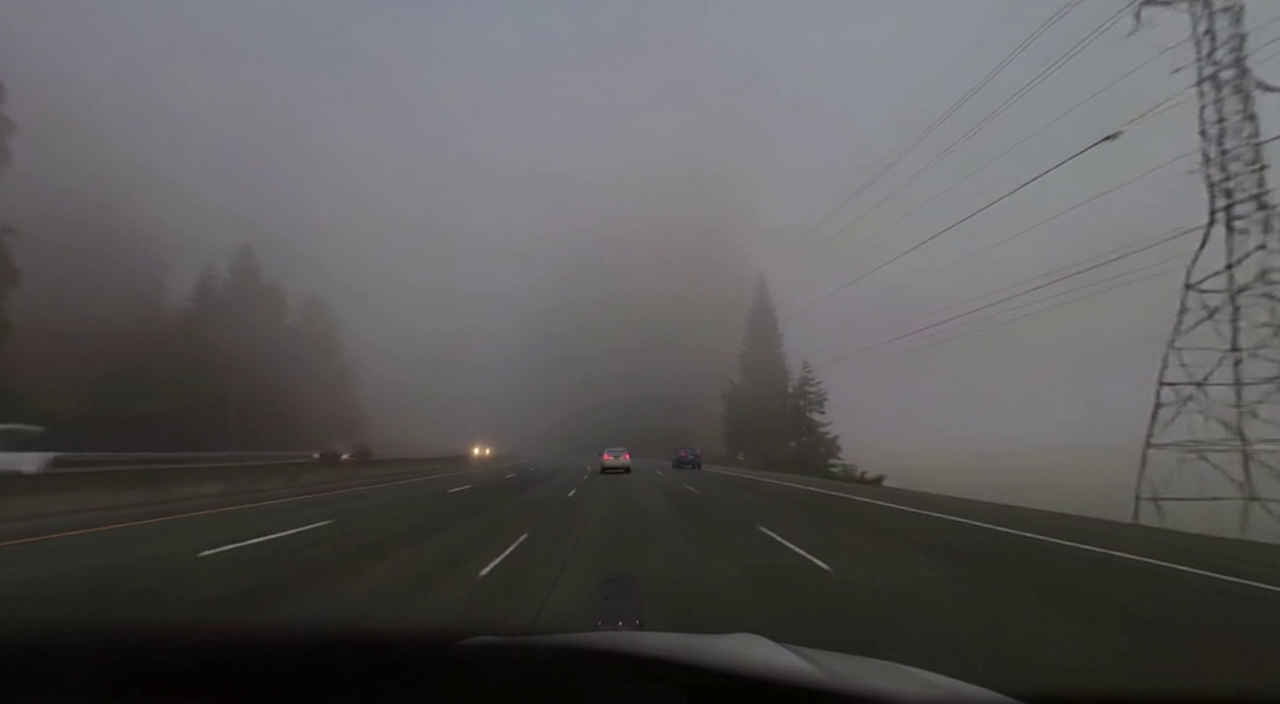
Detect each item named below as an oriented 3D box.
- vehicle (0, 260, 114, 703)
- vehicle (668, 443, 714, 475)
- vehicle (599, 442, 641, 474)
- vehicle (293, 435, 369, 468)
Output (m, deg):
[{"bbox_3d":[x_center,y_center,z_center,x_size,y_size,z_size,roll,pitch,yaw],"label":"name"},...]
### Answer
[{"bbox_3d":[-4.064,0.323,0.337,2.475,2.152,5.837,0,-8,0],"label":"vehicle"},{"bbox_3d":[2.573,5.520,32.808,1.789,1.503,3.897,0,-9,-4],"label":"vehicle"},{"bbox_3d":[-1.208,5.985,36.008,2.188,1.714,3.921,1,-8,-4],"label":"vehicle"},{"bbox_3d":[-18.353,5.960,37.886,2.292,1.825,4.903,0,-8,-3],"label":"vehicle"}]
